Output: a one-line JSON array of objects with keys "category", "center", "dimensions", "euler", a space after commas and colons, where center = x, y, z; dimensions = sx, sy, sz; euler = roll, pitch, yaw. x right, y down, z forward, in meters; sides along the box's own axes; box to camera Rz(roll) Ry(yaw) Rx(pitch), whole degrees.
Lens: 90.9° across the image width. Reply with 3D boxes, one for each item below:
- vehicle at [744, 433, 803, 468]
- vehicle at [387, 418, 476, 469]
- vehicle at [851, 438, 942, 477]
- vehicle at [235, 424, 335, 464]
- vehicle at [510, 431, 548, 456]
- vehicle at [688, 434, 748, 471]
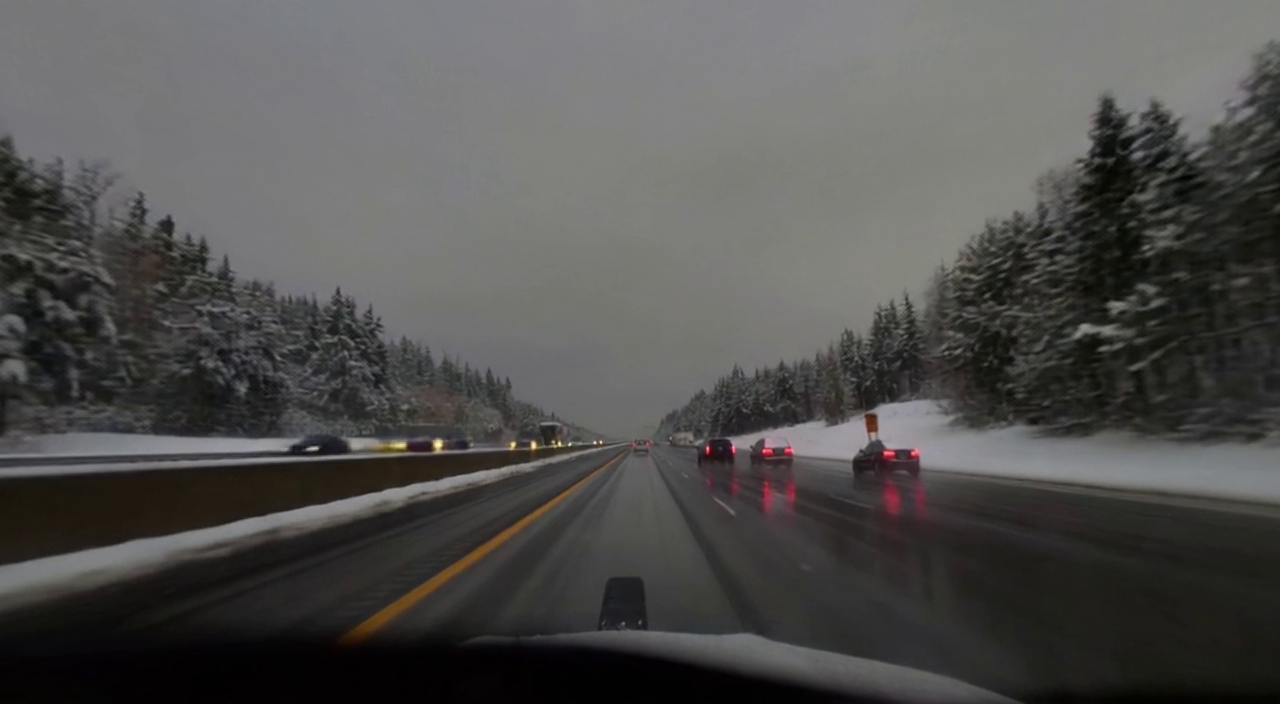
[{"category": "vehicle", "center": [7.248, 5.392, 34.670], "dimensions": [2.178, 1.749, 4.570], "euler": [0, -8, -1]}, {"category": "vehicle", "center": [-6.920, 3.088, 21.300], "dimensions": [1.682, 1.546, 3.711], "euler": [0, -8, 1]}, {"category": "vehicle", "center": [10.638, 4.391, 26.553], "dimensions": [1.970, 1.479, 4.480], "euler": [0, -8, 0]}, {"category": "vehicle", "center": [-13.923, 3.645, 24.995], "dimensions": [1.799, 1.457, 3.669], "euler": [0, -8, 1]}, {"category": "vehicle", "center": [-6.351, 5.308, 36.516], "dimensions": [1.511, 1.402, 3.426], "euler": [0, -8, 1]}, {"category": "vehicle", "center": [3.671, 4.814, 30.478], "dimensions": [2.326, 1.644, 4.206], "euler": [0, -8, -1]}]
